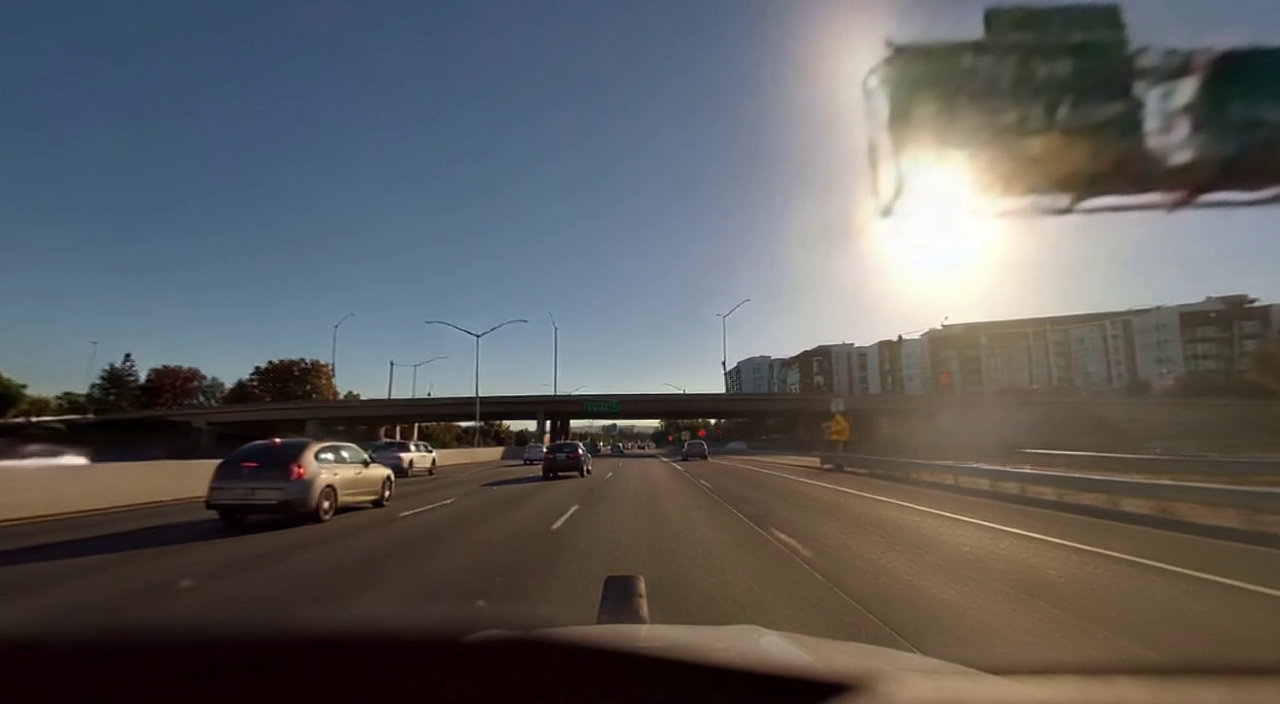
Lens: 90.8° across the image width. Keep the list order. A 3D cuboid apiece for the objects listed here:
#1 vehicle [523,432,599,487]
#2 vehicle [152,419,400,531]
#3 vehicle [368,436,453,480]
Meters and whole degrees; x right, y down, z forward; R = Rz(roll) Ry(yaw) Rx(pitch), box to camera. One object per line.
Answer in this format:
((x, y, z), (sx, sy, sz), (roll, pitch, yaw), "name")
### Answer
((-2.608, 3.687, 21.990), (2.027, 1.697, 4.307), (0, -8, 1), "vehicle")
((-6.761, 2.322, 12.570), (2.015, 1.762, 4.790), (0, -8, 1), "vehicle")
((-10.030, 4.673, 28.064), (1.969, 1.759, 4.758), (0, -8, 0), "vehicle")
